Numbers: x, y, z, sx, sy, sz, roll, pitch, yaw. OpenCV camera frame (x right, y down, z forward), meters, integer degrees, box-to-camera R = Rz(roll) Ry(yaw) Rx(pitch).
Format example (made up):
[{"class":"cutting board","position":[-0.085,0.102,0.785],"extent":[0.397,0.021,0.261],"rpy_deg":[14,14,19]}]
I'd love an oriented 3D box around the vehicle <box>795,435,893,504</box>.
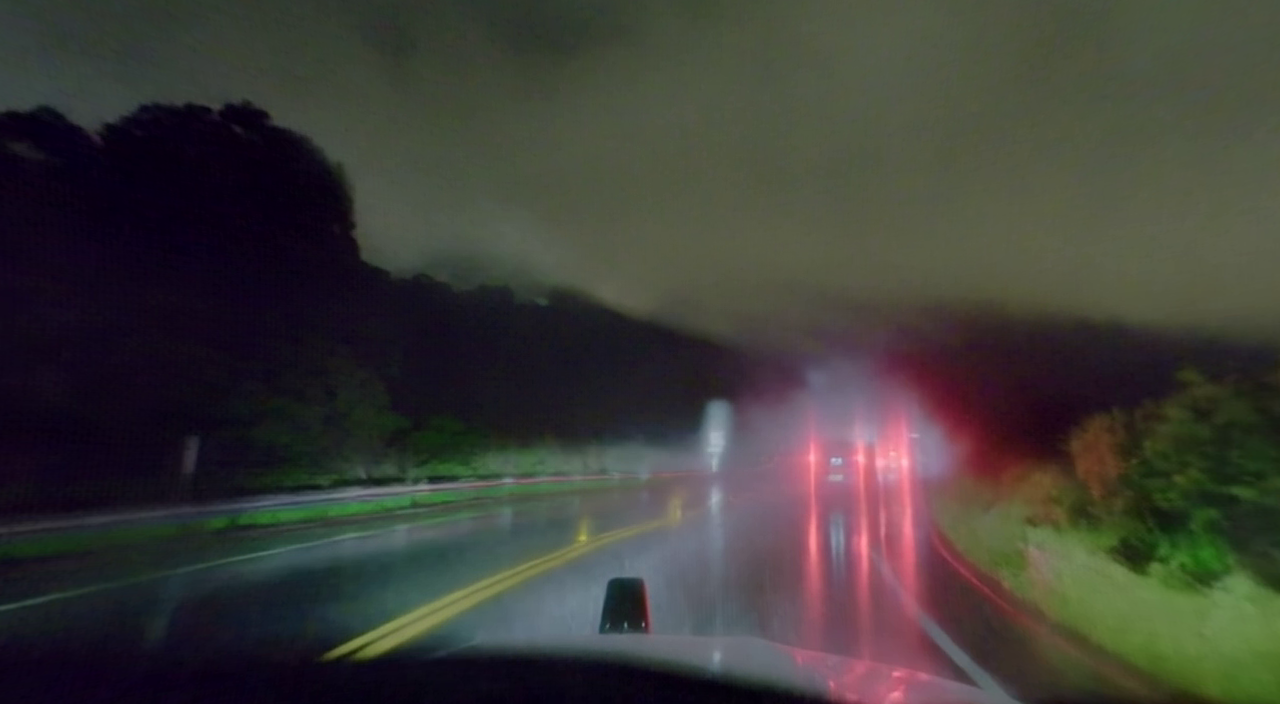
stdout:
[{"class":"vehicle","position":[7.092,3.860,21.396],"extent":[2.500,1.961,5.637],"rpy_deg":[-4,-9,24]}]
